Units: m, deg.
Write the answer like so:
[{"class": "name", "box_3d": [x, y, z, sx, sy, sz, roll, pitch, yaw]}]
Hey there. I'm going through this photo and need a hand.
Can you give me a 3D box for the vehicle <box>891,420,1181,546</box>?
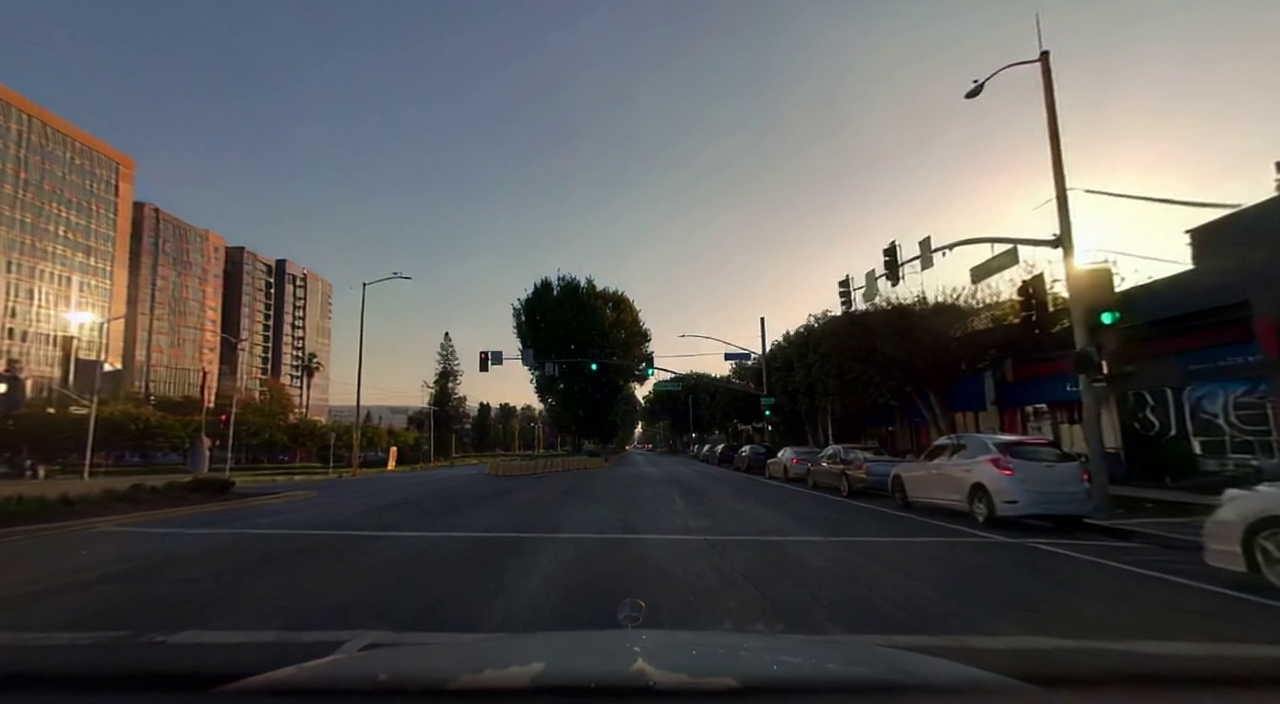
[{"class": "vehicle", "box_3d": [6.495, 2.194, 11.204, 1.984, 1.751, 4.759, 0, -9, -1]}]
